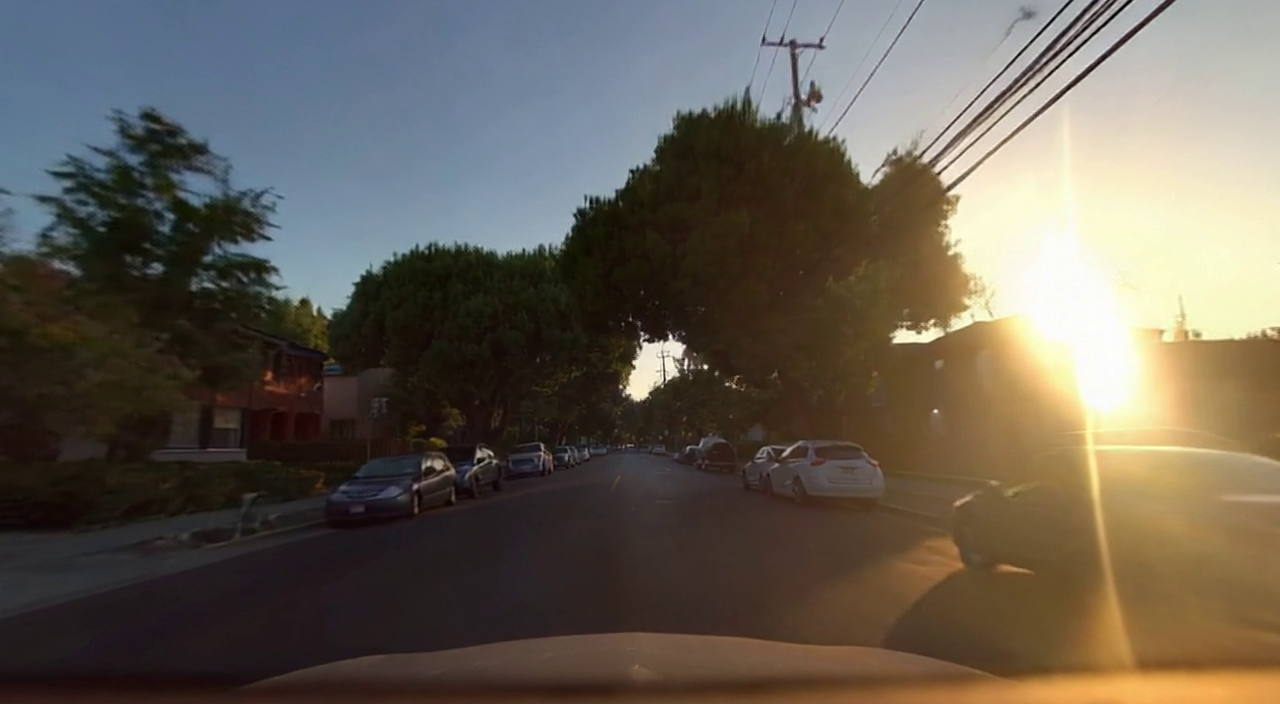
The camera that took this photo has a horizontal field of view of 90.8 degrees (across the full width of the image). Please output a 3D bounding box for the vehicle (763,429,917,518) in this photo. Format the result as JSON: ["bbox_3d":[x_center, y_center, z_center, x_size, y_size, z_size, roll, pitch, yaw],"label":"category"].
[{"bbox_3d":[4.175,2.606,14.109,1.979,1.620,4.684,0,-8,1],"label":"vehicle"}]

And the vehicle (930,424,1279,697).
[{"bbox_3d":[4.349,1.377,5.157,1.893,1.437,4.369,0,-8,0],"label":"vehicle"}]

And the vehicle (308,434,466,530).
[{"bbox_3d":[-5.434,2.778,14.217,1.873,1.709,4.206,-4,-8,-1],"label":"vehicle"}]

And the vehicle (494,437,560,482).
[{"bbox_3d":[-5.453,5.210,31.265,2.285,1.895,5.883,-2,-8,-2],"label":"vehicle"}]

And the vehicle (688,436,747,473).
[{"bbox_3d":[4.084,5.543,34.474,2.279,1.848,5.577,1,-8,-3],"label":"vehicle"}]

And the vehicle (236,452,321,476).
[{"bbox_3d":[-23.048,7.140,40.405,4.304,1.443,1.819,-1,-9,2],"label":"vehicle"}]
